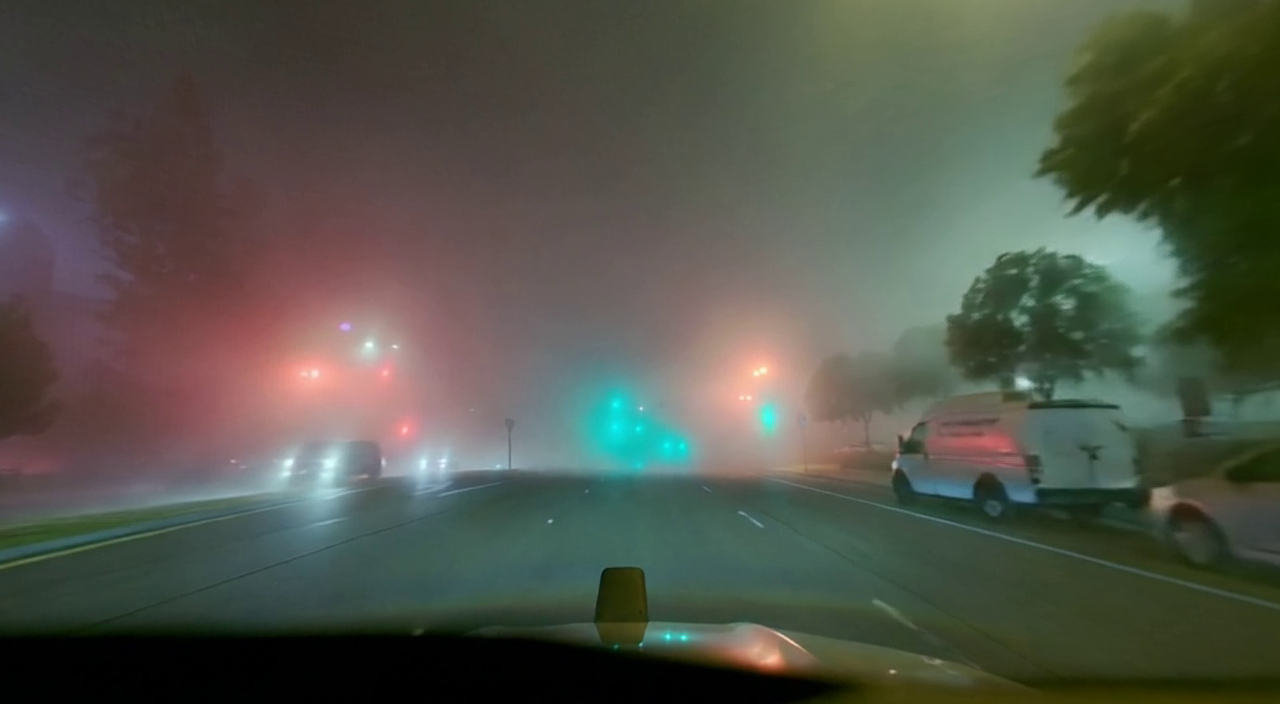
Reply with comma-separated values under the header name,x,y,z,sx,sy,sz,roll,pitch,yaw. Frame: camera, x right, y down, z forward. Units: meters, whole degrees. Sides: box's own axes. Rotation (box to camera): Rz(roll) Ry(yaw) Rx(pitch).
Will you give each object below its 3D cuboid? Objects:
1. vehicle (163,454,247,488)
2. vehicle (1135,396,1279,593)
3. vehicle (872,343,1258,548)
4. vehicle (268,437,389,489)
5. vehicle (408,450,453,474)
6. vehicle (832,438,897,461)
name,x,y,z,sx,sy,sz,roll,pitch,yaw
vehicle,-22.661,6.176,33.053,1.875,1.528,3.717,-4,-9,-2
vehicle,6.860,1.201,5.072,1.889,1.799,4.704,0,-8,0
vehicle,6.994,1.747,11.985,2.391,2.750,6.853,0,-8,-1
vehicle,-12.320,4.409,25.423,2.419,1.787,4.859,-1,-8,0
vehicle,-15.853,8.311,47.906,1.945,1.737,4.358,0,-8,0
vehicle,17.469,7.630,49.324,4.329,1.502,2.122,-3,-5,6
